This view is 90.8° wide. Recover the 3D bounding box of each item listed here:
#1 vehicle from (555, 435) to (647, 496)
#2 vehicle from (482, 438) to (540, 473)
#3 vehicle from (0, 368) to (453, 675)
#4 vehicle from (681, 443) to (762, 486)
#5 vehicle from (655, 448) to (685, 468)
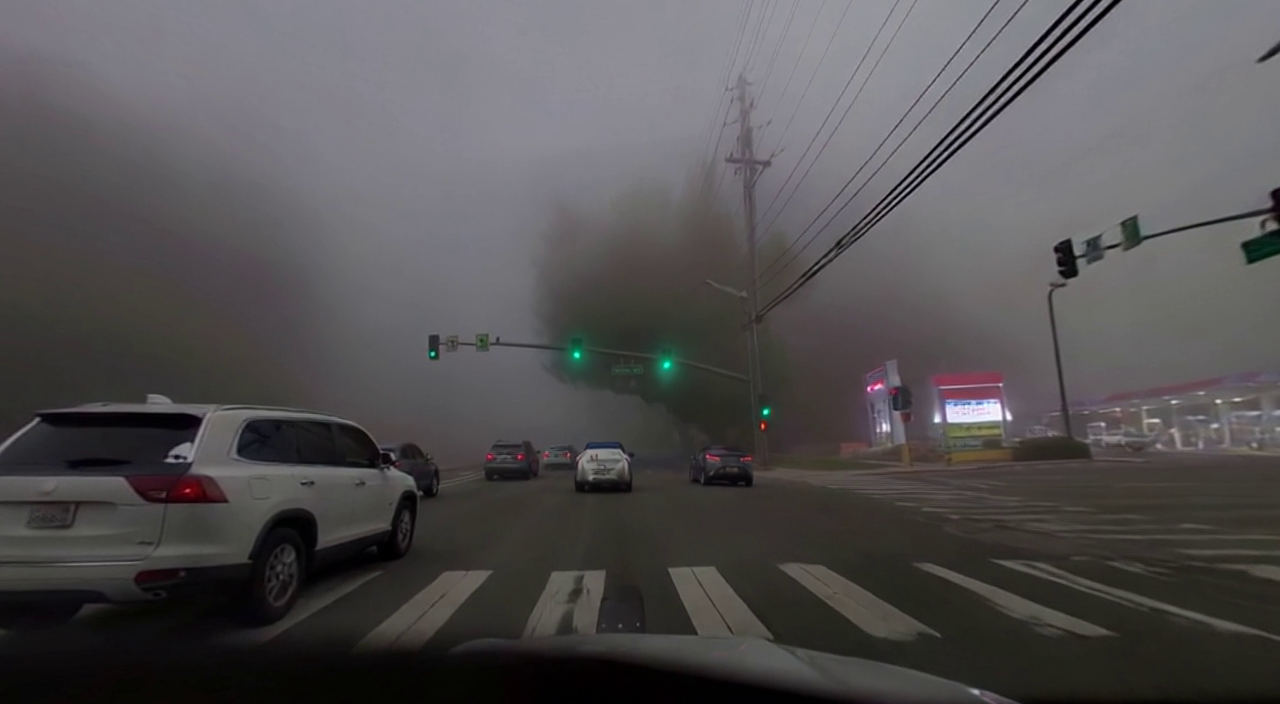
[{"bbox_3d":[-0.987,3.026,17.246,2.189,1.437,4.135,0,-8,-2],"label":"vehicle"},{"bbox_3d":[-7.511,6.086,37.347,2.385,1.918,5.056,0,-8,0],"label":"vehicle"},{"bbox_3d":[-3.324,1.239,5.738,1.922,1.642,4.547,0,-8,-1],"label":"vehicle"},{"bbox_3d":[2.658,3.785,21.605,2.065,1.302,4.416,0,-8,-2],"label":"vehicle"},{"bbox_3d":[2.310,8.334,49.868,2.069,1.464,4.599,0,-8,-1],"label":"vehicle"}]
